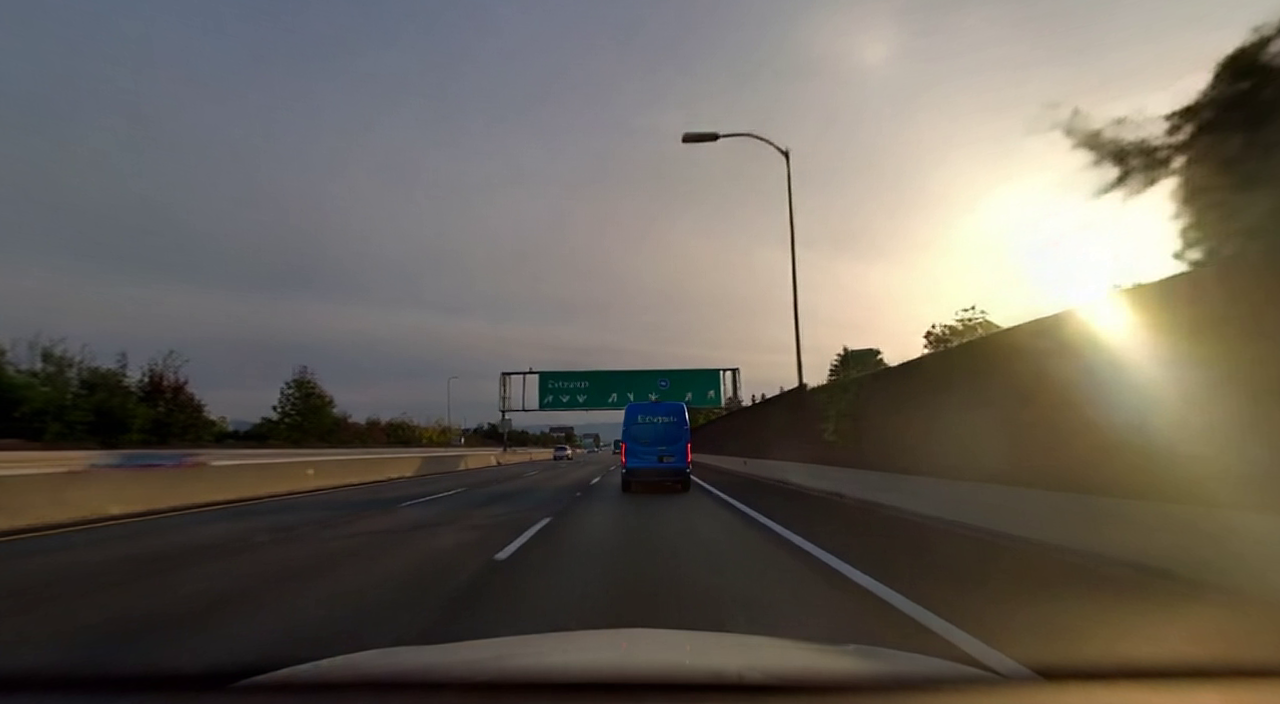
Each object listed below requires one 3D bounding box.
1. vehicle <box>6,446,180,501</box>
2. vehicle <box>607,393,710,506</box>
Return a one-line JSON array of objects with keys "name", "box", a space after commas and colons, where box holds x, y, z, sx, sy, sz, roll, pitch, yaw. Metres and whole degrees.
[{"name": "vehicle", "box": [-15.762, 3.488, 18.486, 1.651, 1.410, 3.840, 0, -9, 0]}, {"name": "vehicle", "box": [0.337, 2.622, 17.124, 2.332, 2.558, 5.314, 0, -9, -2]}]
